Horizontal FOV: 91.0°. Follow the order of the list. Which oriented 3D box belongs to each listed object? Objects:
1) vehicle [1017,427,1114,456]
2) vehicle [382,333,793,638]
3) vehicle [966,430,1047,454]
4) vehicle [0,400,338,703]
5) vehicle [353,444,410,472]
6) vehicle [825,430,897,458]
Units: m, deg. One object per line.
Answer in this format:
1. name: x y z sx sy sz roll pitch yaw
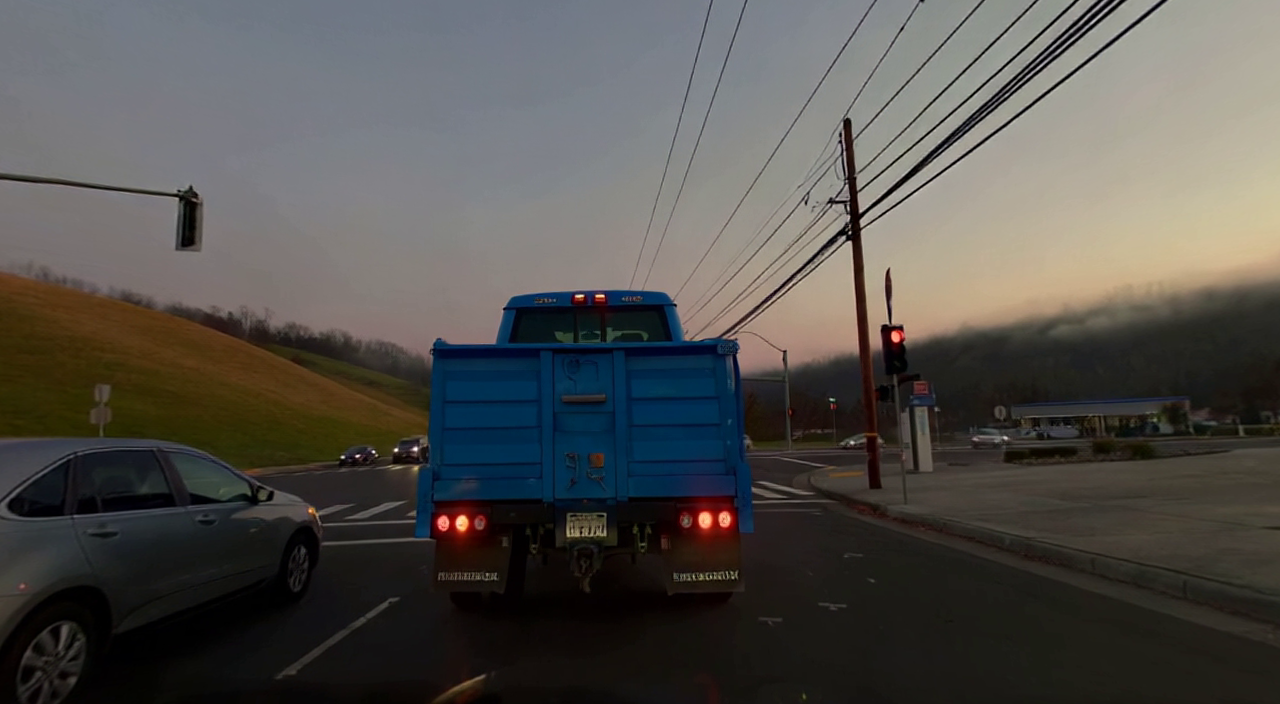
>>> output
1. vehicle: 25.577 5.397 37.932 4.419 1.496 1.854 -2 -9 1
2. vehicle: -0.418 1.326 7.220 2.859 2.144 5.406 0 -9 -1
3. vehicle: 27.640 6.775 47.489 5.021 1.757 2.012 1 -9 -8
4. vehicle: -3.956 1.193 3.994 2.017 1.555 4.150 -1 -9 0
5. vehicle: -17.106 7.020 41.928 2.133 1.690 4.331 0 -9 -3
6. vehicle: 16.498 6.832 46.793 6.346 1.917 2.360 8 -12 -43
